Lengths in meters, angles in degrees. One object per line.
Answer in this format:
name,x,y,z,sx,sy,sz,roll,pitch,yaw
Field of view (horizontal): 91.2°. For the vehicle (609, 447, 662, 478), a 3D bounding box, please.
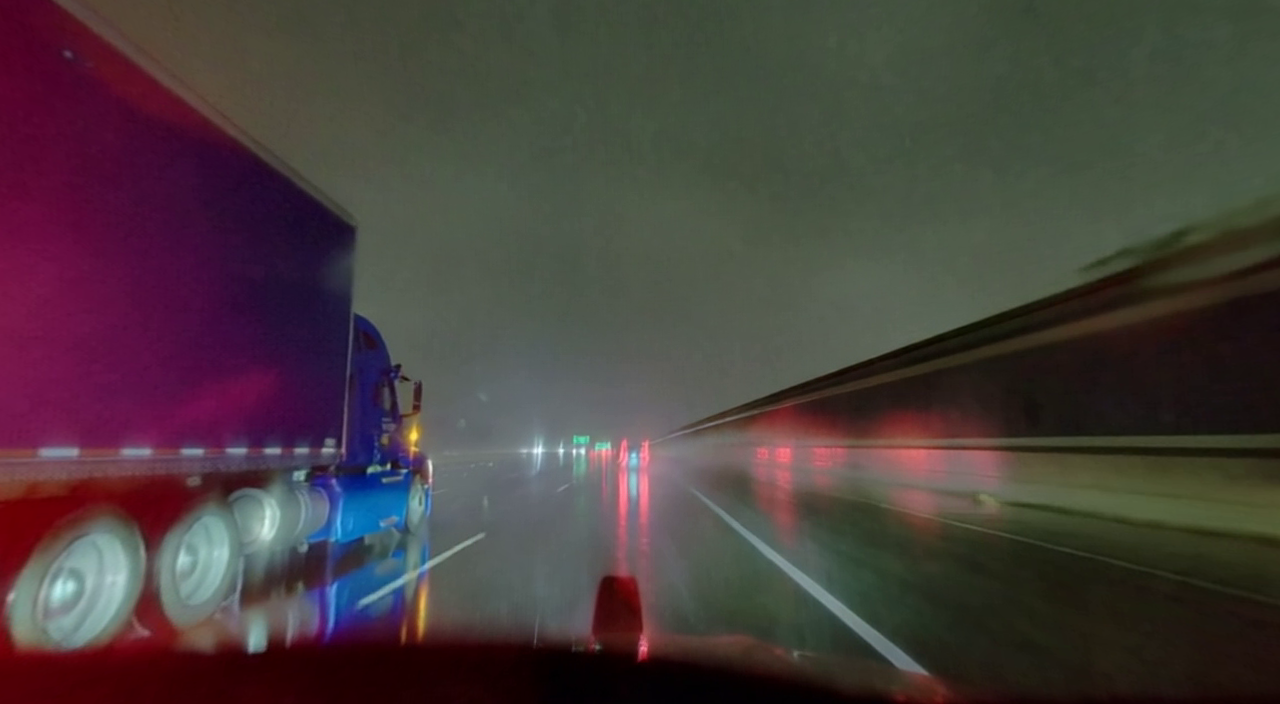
vehicle,-0.277,5.439,31.252,2.398,1.336,5.698,0,-9,-1
